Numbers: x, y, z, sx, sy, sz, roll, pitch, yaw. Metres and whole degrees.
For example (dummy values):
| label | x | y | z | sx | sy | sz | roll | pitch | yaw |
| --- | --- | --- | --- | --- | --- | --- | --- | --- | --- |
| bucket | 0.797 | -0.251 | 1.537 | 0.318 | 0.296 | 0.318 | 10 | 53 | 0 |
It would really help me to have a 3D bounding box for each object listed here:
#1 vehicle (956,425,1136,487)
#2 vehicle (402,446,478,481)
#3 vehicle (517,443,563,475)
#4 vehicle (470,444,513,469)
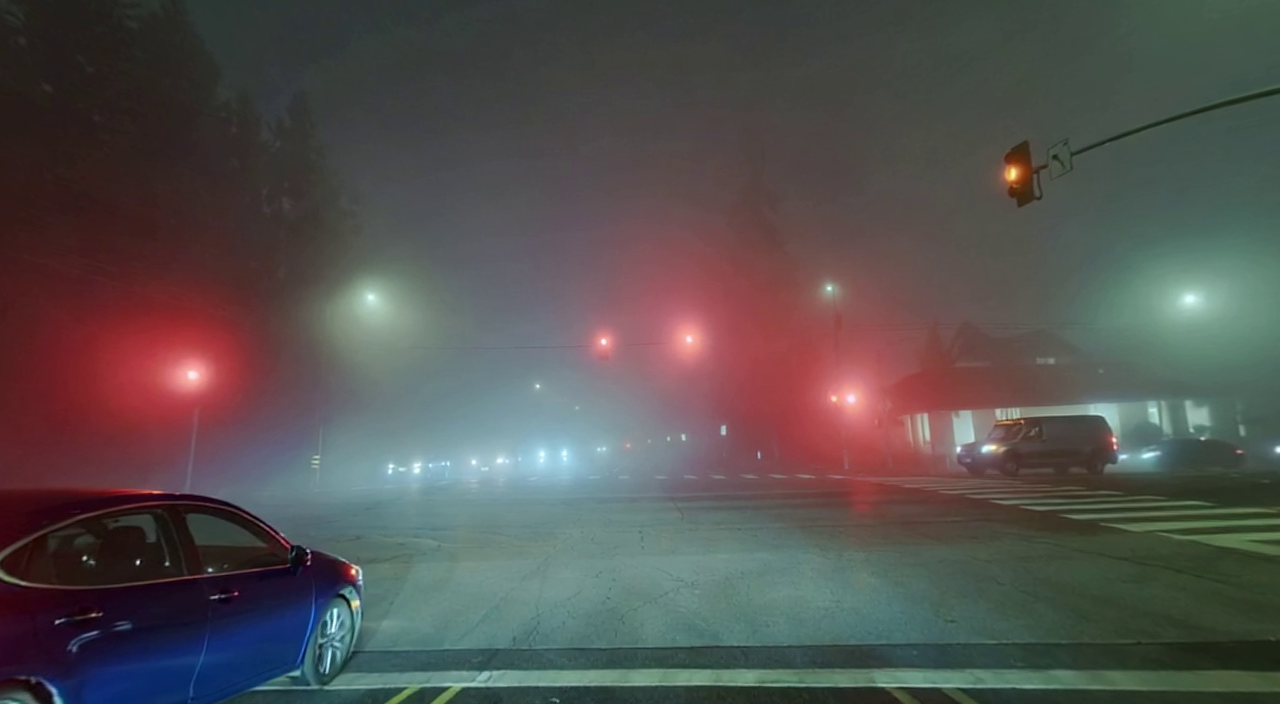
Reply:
| label | x | y | z | sx | sy | sz | roll | pitch | yaw |
| --- | --- | --- | --- | --- | --- | --- | --- | --- | --- |
| vehicle | 14.853 | 3.757 | 23.142 | 5.910 | 2.046 | 2.228 | 3 | -9 | -19 |
| vehicle | -9.011 | 5.035 | 28.867 | 2.024 | 1.460 | 4.381 | 0 | -9 | 0 |
| vehicle | -4.805 | 5.190 | 30.921 | 1.846 | 1.416 | 4.228 | 0 | -9 | -4 |
| vehicle | -9.024 | 6.374 | 38.765 | 1.779 | 1.460 | 4.463 | 0 | -9 | -3 |
